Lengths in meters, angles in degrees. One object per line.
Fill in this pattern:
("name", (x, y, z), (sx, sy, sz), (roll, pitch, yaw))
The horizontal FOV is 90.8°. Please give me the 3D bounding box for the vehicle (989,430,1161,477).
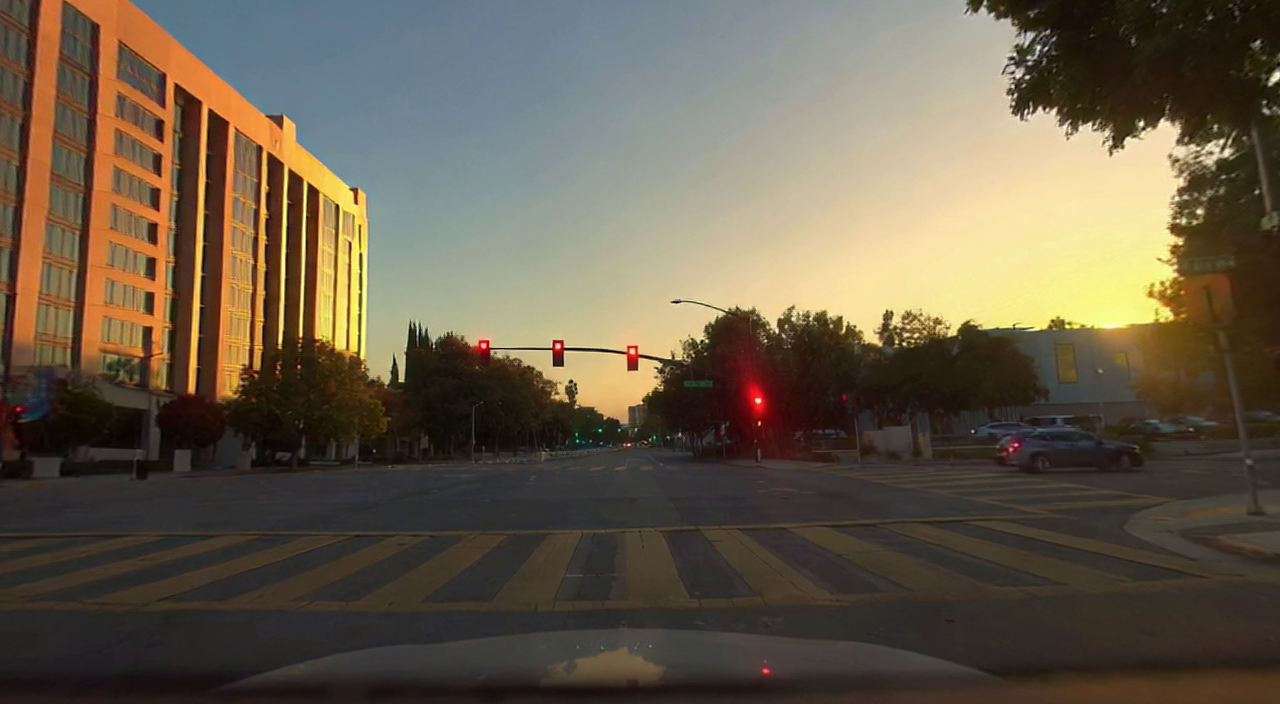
("vehicle", (17.598, 4.125, 25.806), (5.357, 1.814, 2.141), (-1, -8, 2))
